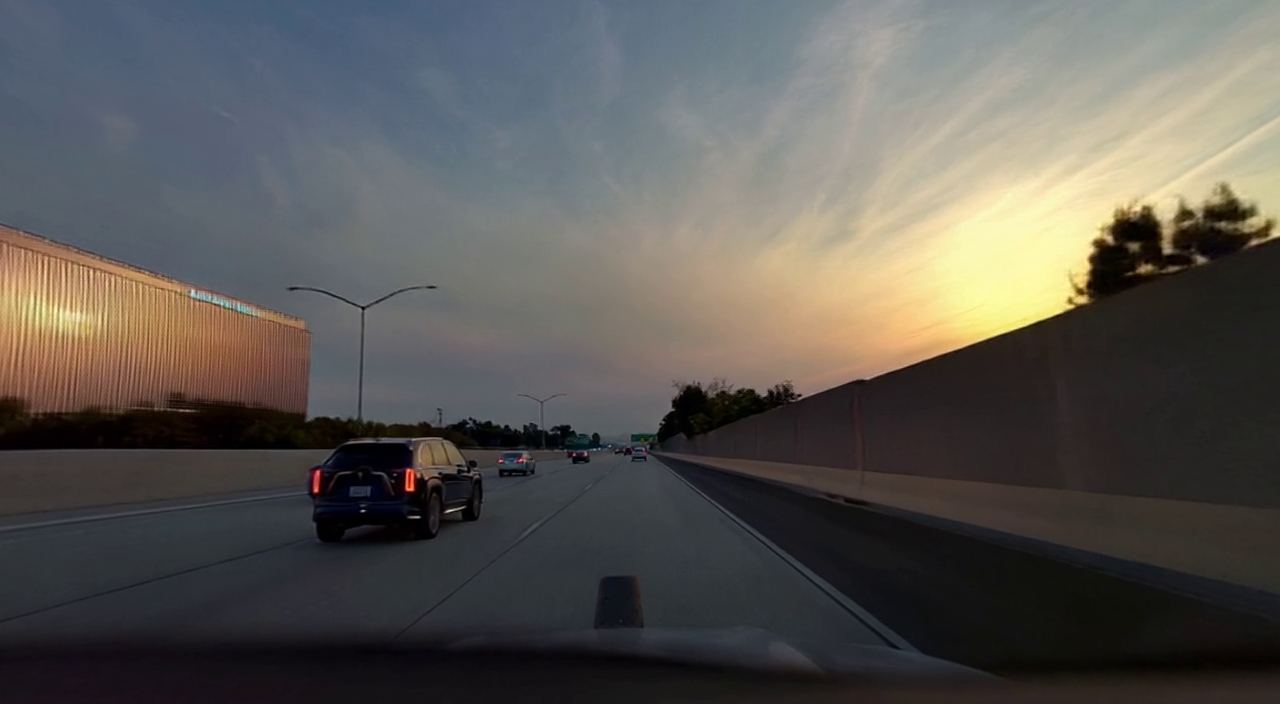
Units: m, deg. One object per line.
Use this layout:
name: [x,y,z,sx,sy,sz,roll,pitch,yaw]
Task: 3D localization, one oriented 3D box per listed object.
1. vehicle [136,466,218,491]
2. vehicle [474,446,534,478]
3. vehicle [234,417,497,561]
vehicle: [-31.888,8.690,43.540,2.137,1.512,4.559,0,-9,1]
vehicle: [-7.220,5.884,34.005,1.998,1.542,4.953,0,-9,1]
vehicle: [-3.868,2.014,9.984,2.059,1.725,4.521,0,-9,1]
